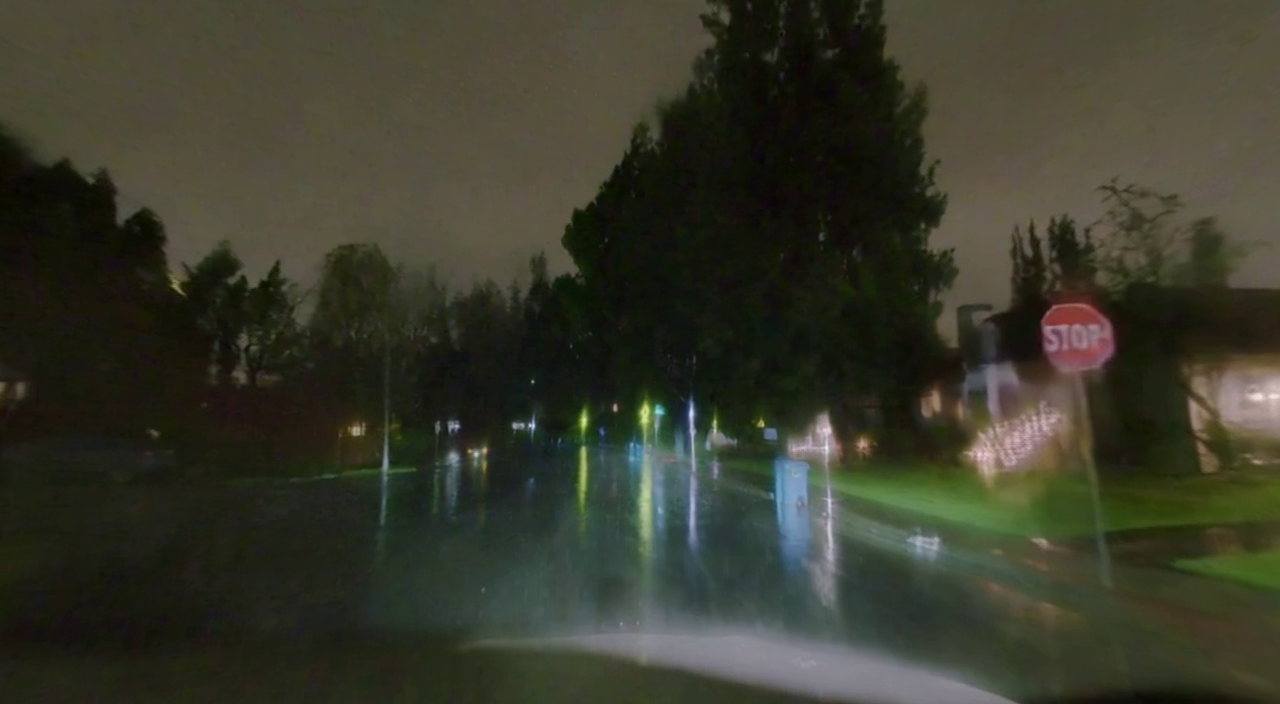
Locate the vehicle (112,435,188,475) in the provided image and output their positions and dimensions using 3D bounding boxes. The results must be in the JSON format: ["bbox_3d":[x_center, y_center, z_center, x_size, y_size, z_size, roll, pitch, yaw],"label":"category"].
[{"bbox_3d":[-24.344,5.119,31.604,1.973,1.787,5.045,4,-9,-27],"label":"vehicle"}]

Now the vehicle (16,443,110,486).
[{"bbox_3d":[-24.945,4.822,27.473,1.883,1.687,3.908,4,-9,-26],"label":"vehicle"}]

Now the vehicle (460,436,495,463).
[{"bbox_3d":[-10.573,6.379,41.408,1.994,1.656,4.334,2,-9,-12],"label":"vehicle"}]
